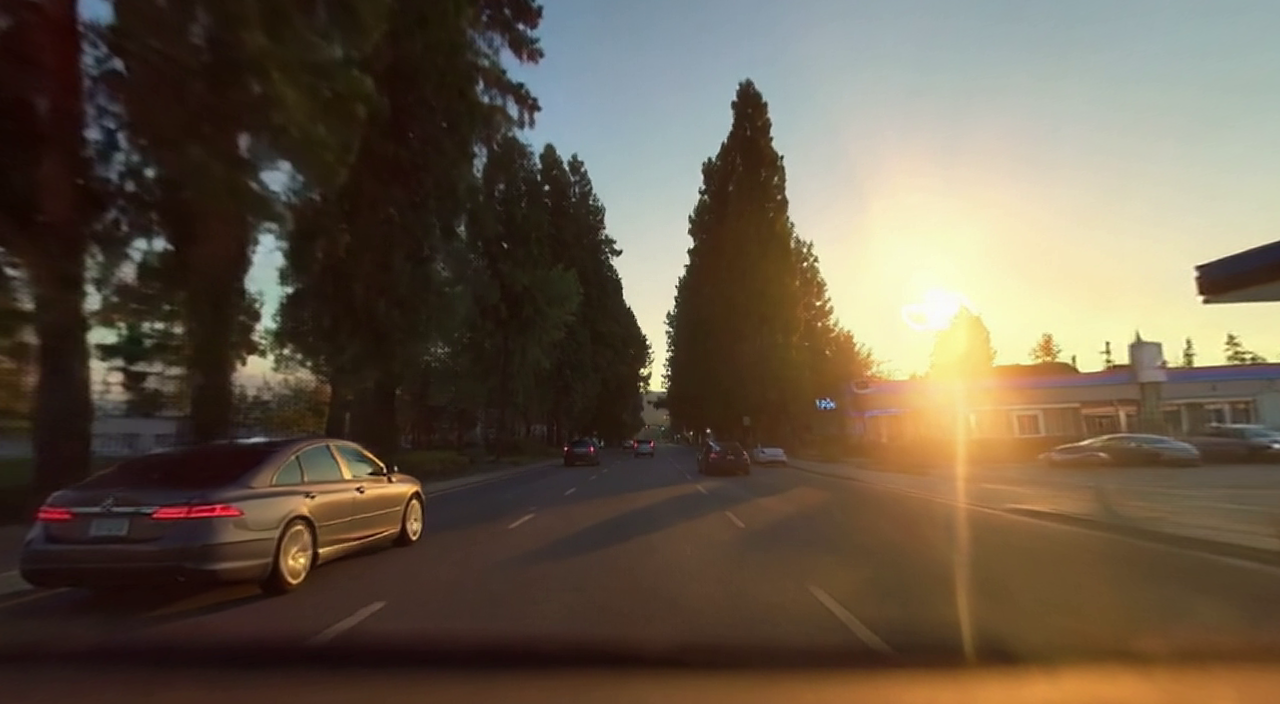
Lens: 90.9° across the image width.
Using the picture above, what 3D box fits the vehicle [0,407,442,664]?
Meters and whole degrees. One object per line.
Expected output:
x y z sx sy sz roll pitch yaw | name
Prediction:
-3.915 1.476 6.444 1.988 1.530 5.155 0 -8 2 | vehicle

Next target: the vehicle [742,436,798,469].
6.620 5.167 32.547 1.983 1.599 4.243 0 -8 0 | vehicle

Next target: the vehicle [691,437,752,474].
3.437 4.481 27.519 2.010 1.486 4.498 0 -8 -1 | vehicle

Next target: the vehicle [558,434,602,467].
-3.348 5.632 36.076 2.051 1.747 4.370 0 -8 1 | vehicle

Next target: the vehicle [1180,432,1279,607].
6.177 1.180 3.864 1.856 1.421 4.357 0 -8 0 | vehicle

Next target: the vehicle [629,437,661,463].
0.288 6.140 39.583 1.922 1.579 3.642 0 -8 0 | vehicle
